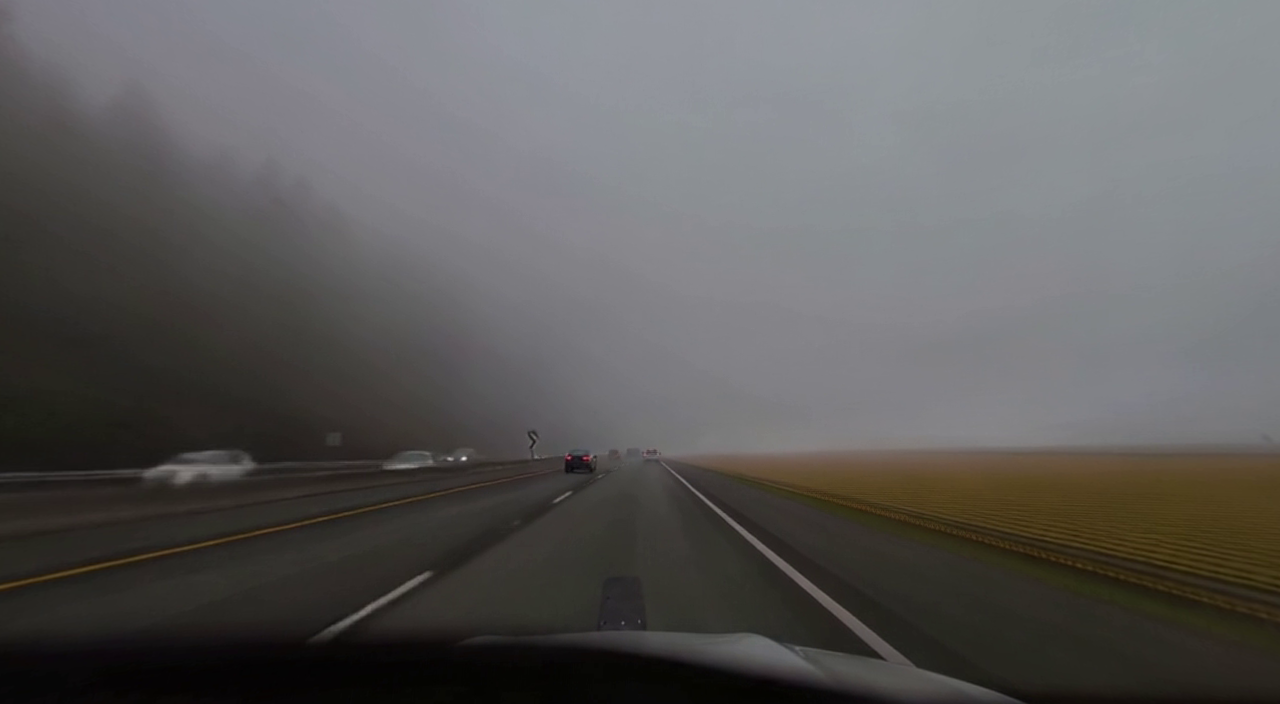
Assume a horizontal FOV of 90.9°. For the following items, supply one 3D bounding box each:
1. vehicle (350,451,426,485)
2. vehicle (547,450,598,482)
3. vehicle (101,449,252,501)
[{"bbox_3d":[-12.620,5.807,31.869,1.963,1.555,4.441,-1,-9,0],"label":"vehicle"},{"bbox_3d":[-3.291,5.629,31.408,1.970,1.483,4.097,-1,-9,1],"label":"vehicle"},{"bbox_3d":[-16.595,4.406,22.953,2.005,1.675,4.529,-1,-9,1],"label":"vehicle"}]
